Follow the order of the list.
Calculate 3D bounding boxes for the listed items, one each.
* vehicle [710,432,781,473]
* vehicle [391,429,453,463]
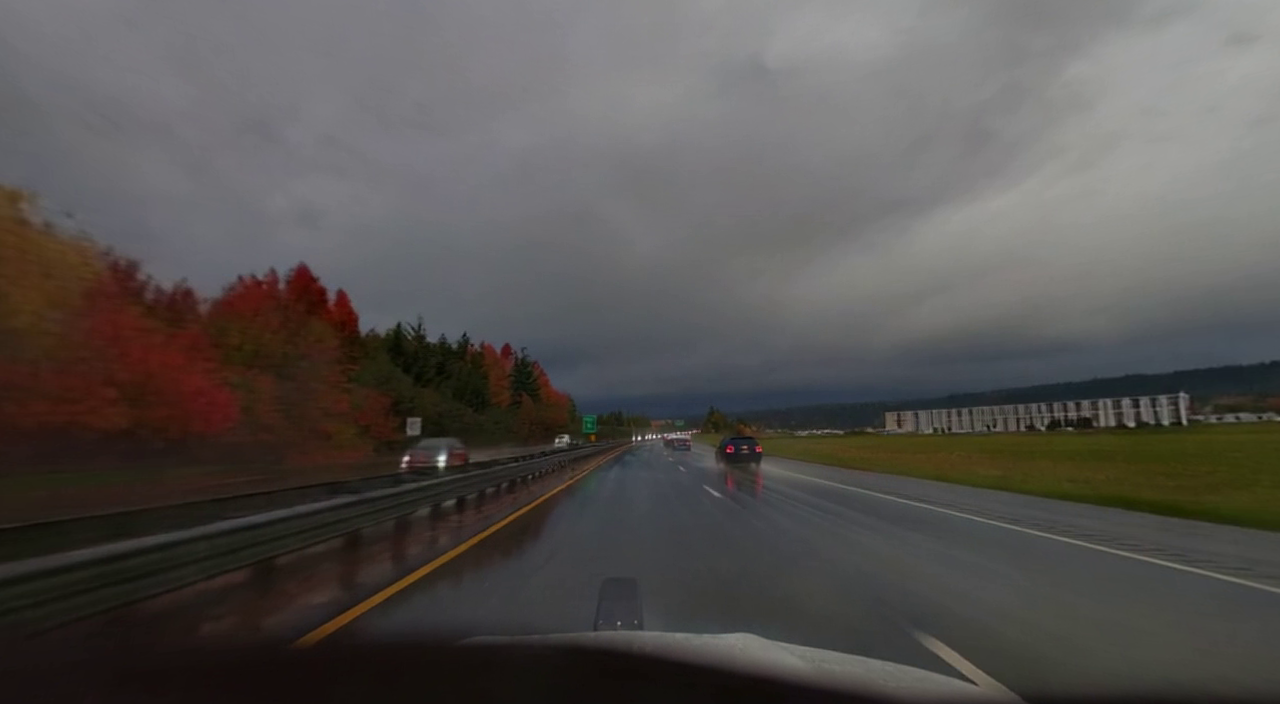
[{"bbox_3d":[4.155,4.019,25.410,2.024,1.516,4.197,0,-8,-1],"label":"vehicle"},{"bbox_3d":[-13.202,5.709,38.324,2.025,1.874,4.956,0,-8,-1],"label":"vehicle"}]
